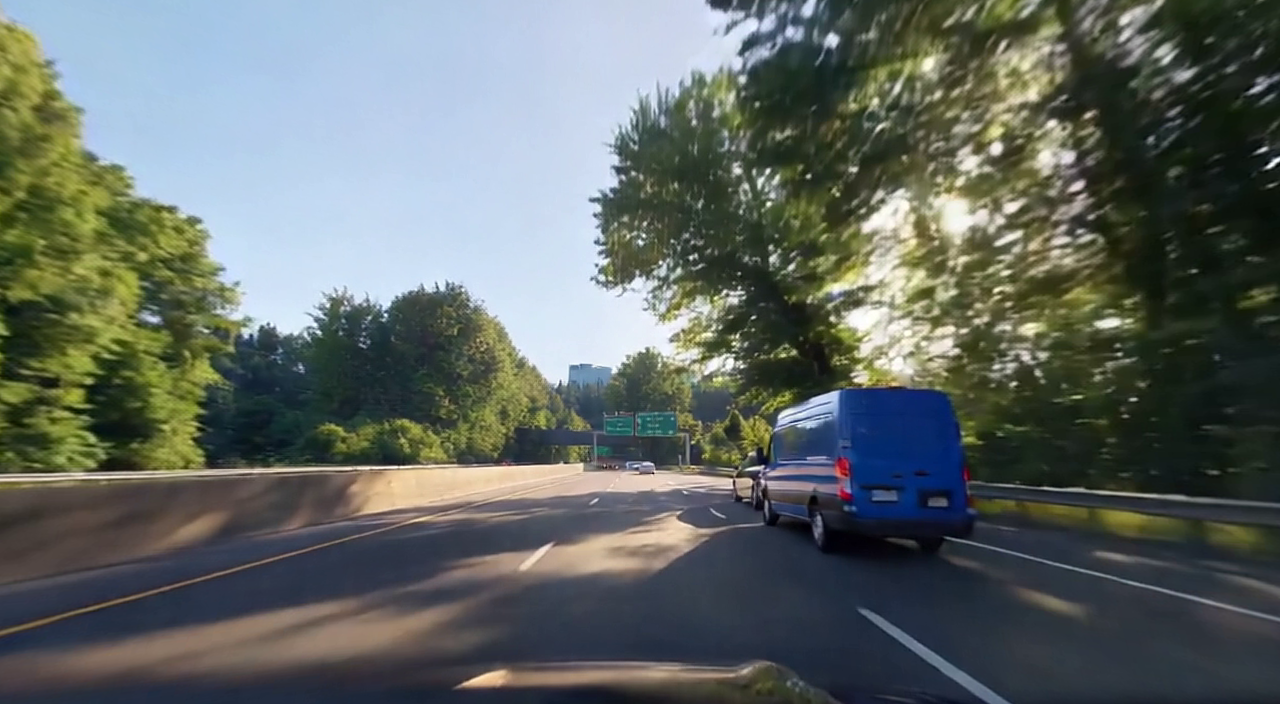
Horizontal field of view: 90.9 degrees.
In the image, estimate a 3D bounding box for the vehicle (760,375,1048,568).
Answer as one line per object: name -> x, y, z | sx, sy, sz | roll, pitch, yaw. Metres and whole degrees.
vehicle -> 4.402, 2.320, 12.425 | 2.737, 2.711, 6.687 | 1, -11, 0
